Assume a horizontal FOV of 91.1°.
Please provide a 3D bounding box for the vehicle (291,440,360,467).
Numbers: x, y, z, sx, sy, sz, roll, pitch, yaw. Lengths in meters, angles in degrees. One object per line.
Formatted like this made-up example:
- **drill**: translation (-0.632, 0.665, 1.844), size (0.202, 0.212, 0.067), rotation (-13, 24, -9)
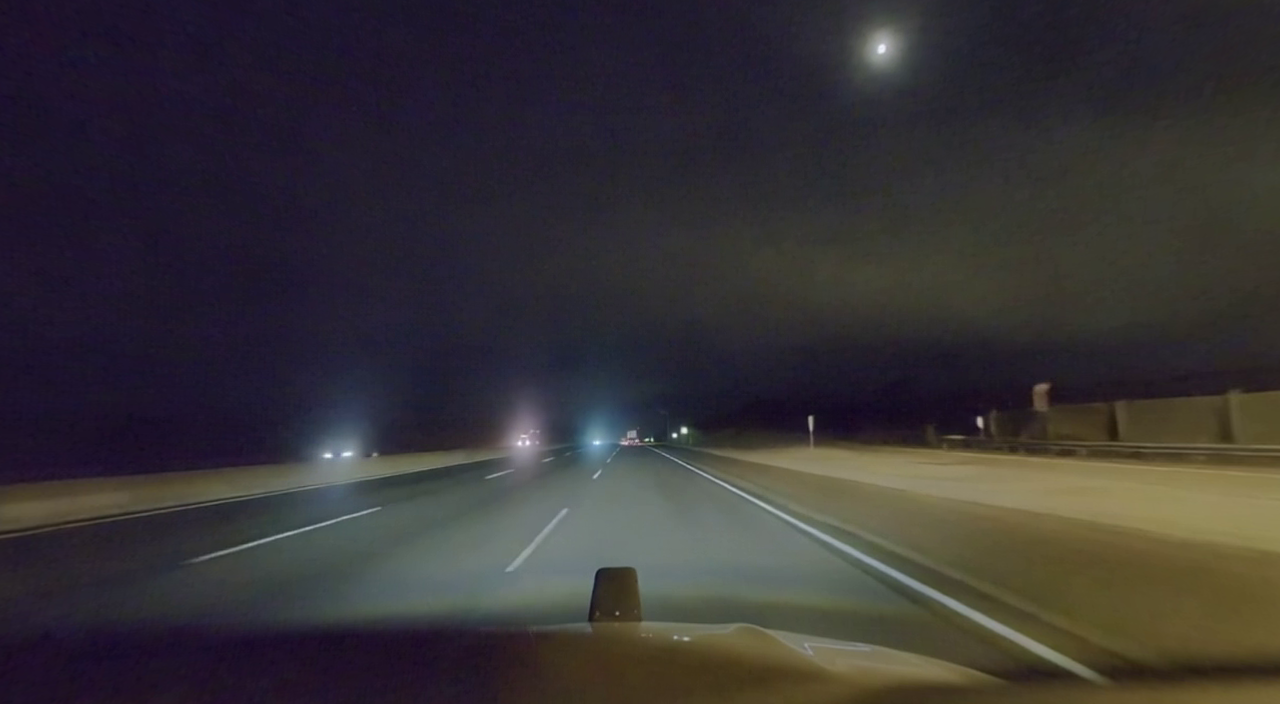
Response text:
- **vehicle**: translation (-19.272, 6.214, 38.818), size (1.920, 1.541, 4.610), rotation (0, -8, -1)
